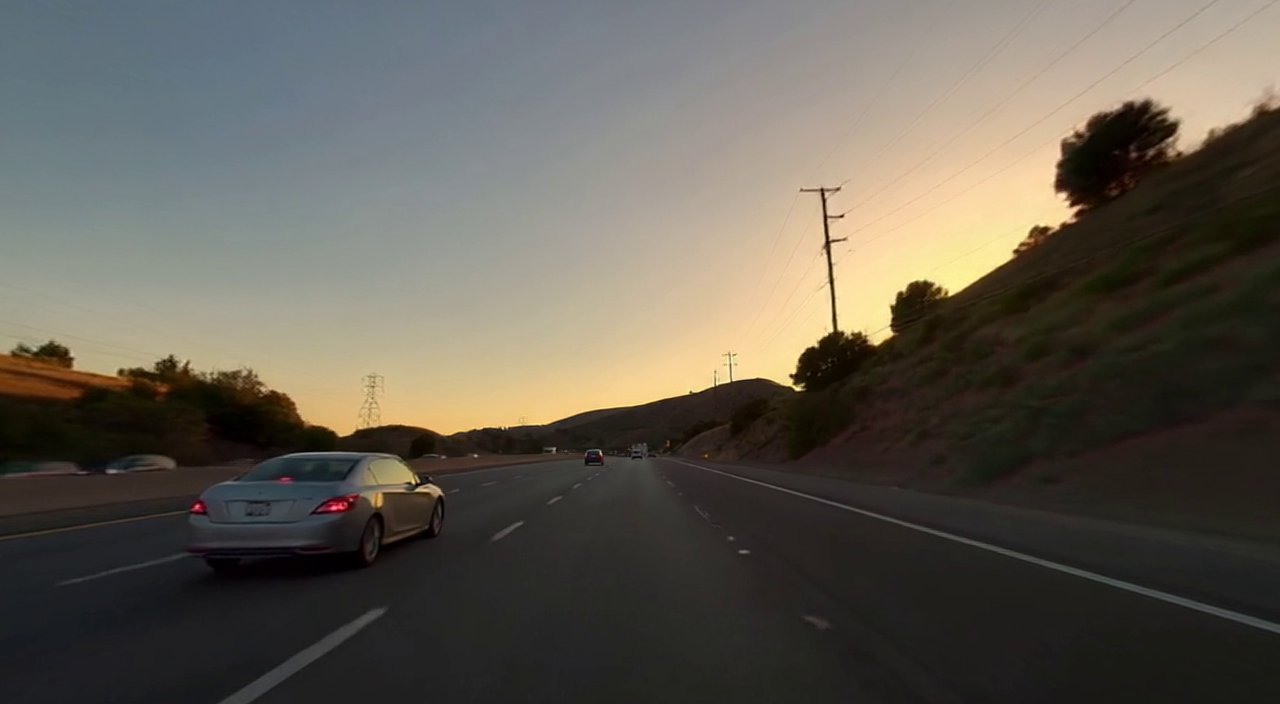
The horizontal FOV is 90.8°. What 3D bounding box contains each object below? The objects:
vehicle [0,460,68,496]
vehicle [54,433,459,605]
[{"bbox_3d":[-29.311,5.848,29.422,1.822,1.496,3.768,0,-9,-1],"label":"vehicle"},{"bbox_3d":[-4.101,1.852,8.108,2.064,1.489,4.966,0,-9,0],"label":"vehicle"}]
